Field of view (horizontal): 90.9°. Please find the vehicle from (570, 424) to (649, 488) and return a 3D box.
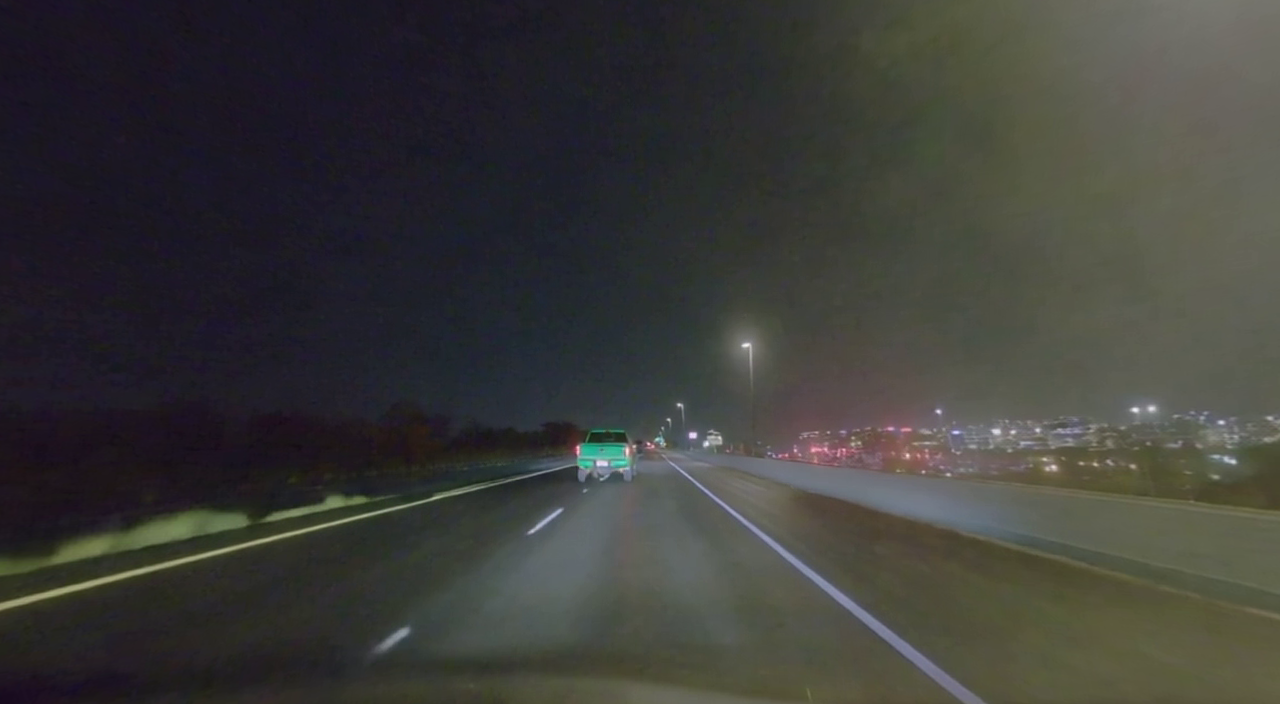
[{"bbox_3d":[-0.908,3.633,22.362,2.350,1.932,5.562,-1,-8,2],"label":"vehicle"}]
